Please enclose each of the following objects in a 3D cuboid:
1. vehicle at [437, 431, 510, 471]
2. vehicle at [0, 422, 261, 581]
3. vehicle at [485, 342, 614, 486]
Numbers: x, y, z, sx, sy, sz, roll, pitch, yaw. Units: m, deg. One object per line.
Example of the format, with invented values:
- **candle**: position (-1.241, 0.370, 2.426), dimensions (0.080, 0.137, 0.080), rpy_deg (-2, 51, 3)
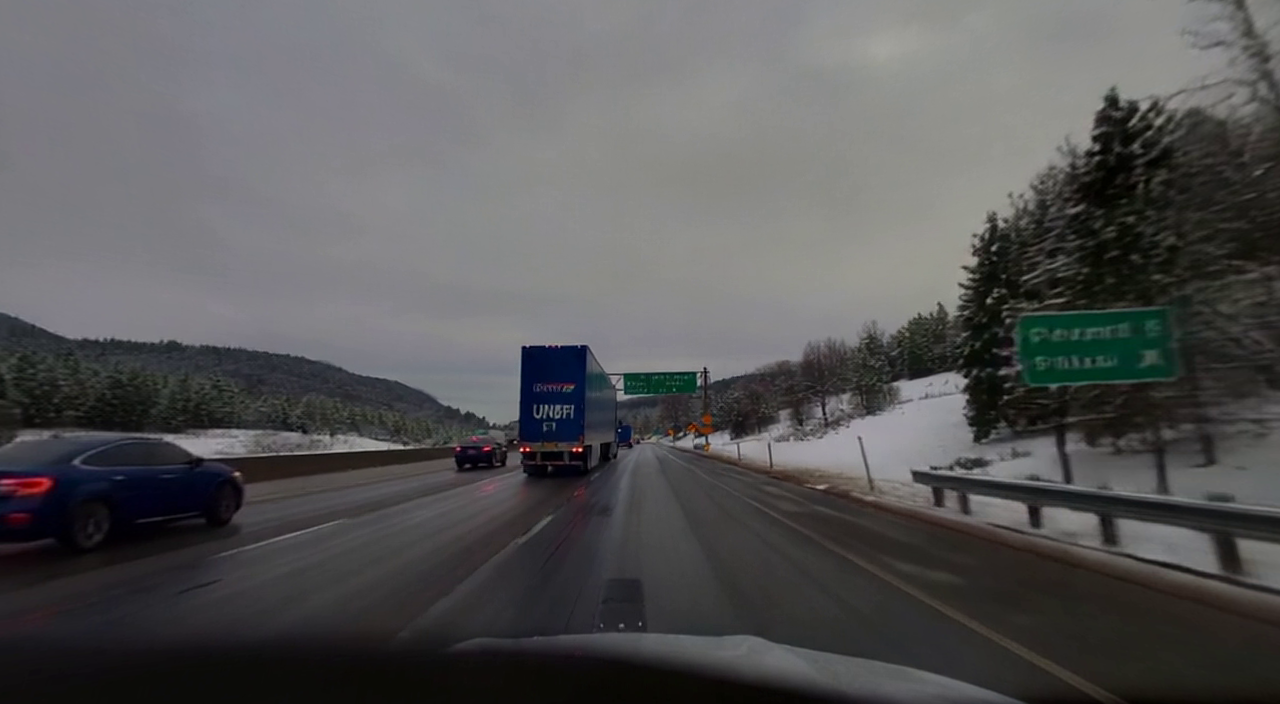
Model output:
- **vehicle**: position (-7.201, 4.319, 27.781), dimensions (1.949, 1.604, 4.456), rpy_deg (0, -8, 0)
- **vehicle**: position (-6.998, 1.647, 7.646), dimensions (1.911, 1.494, 4.555), rpy_deg (-1, -8, 1)
- **vehicle**: position (-3.052, 2.937, 27.263), dimensions (3.202, 4.352, 16.251), rpy_deg (0, -8, 0)
